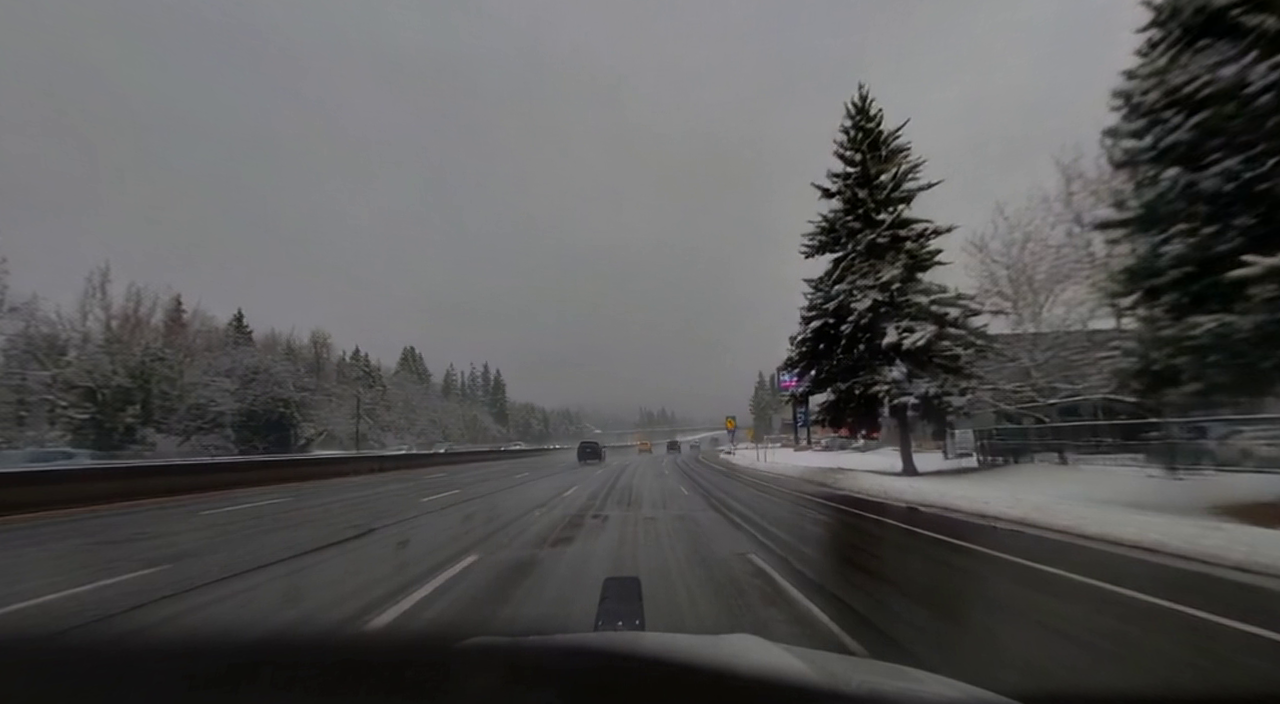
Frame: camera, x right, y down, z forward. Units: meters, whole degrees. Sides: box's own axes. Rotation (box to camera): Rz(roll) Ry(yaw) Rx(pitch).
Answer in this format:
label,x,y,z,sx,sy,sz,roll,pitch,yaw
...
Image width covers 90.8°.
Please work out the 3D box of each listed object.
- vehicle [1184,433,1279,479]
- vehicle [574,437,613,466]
label,x,y,z,sx,sy,sz,roll,pitch,yaw
vehicle,21.439,3.496,21.193,4.503,1.448,1.819,-8,-13,34
vehicle,-3.049,6.693,42.590,2.139,1.782,4.079,0,-9,3
